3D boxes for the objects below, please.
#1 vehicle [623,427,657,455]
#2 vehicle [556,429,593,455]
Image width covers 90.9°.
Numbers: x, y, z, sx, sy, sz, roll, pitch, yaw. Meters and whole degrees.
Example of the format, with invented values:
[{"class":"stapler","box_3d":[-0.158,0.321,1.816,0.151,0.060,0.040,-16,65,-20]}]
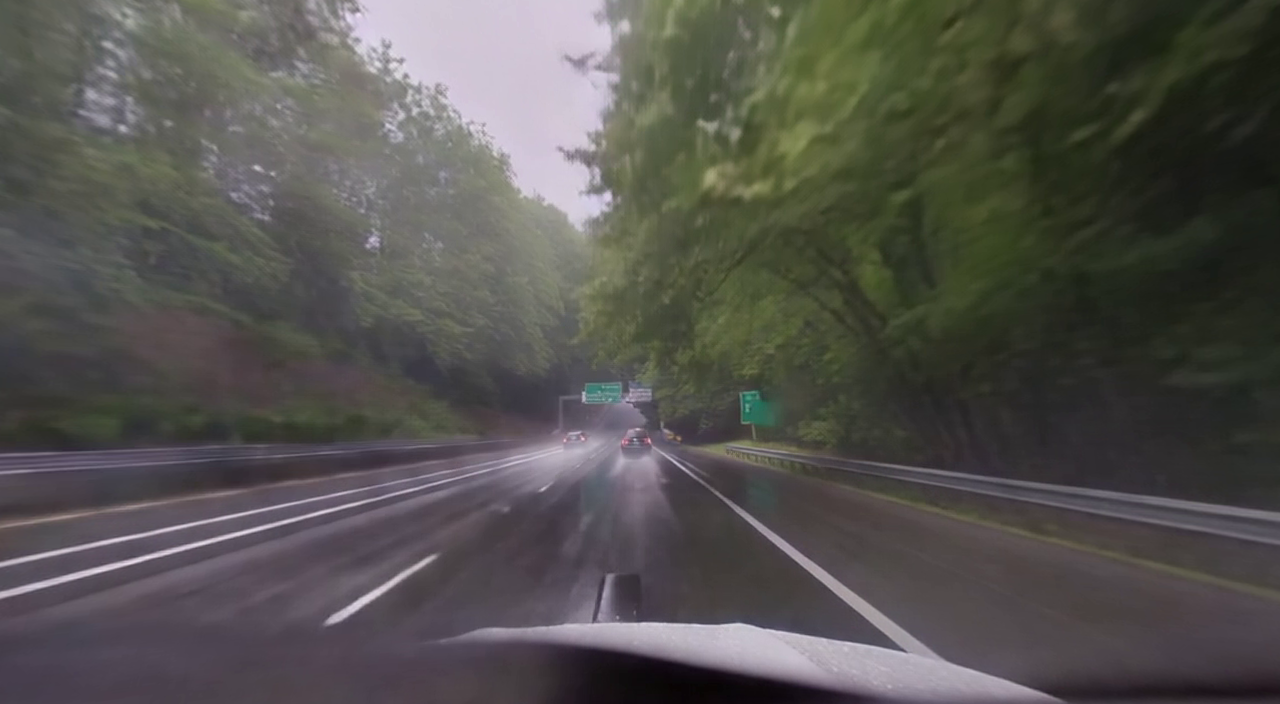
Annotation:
[{"class":"vehicle","box_3d":[-0.041,5.912,41.956,2.170,1.790,4.490,0,-8,-1]},{"class":"vehicle","box_3d":[-4.352,6.069,42.532,2.055,1.610,4.116,0,-8,0]}]
